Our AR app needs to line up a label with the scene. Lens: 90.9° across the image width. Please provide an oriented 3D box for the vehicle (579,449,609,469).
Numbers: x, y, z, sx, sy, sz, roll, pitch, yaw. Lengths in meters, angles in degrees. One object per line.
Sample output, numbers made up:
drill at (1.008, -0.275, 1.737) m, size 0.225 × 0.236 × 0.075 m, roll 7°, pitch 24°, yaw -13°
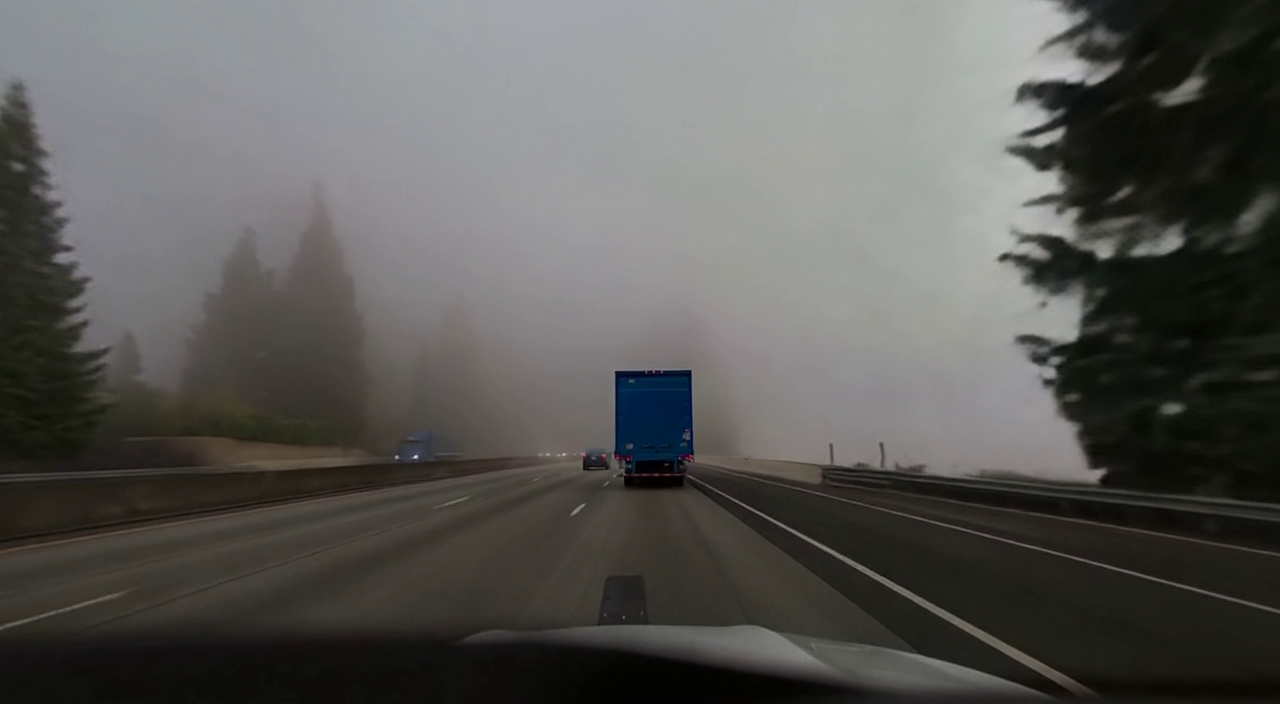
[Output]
vehicle at (-3.525, 8.249, 48.835) m, size 1.985 × 1.482 × 3.923 m, roll 0°, pitch -9°, yaw 0°

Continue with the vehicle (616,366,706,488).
vehicle at (0.626, 3.209, 25.668) m, size 2.898 × 3.973 × 10.063 m, roll 0°, pitch -9°, yaw -1°
